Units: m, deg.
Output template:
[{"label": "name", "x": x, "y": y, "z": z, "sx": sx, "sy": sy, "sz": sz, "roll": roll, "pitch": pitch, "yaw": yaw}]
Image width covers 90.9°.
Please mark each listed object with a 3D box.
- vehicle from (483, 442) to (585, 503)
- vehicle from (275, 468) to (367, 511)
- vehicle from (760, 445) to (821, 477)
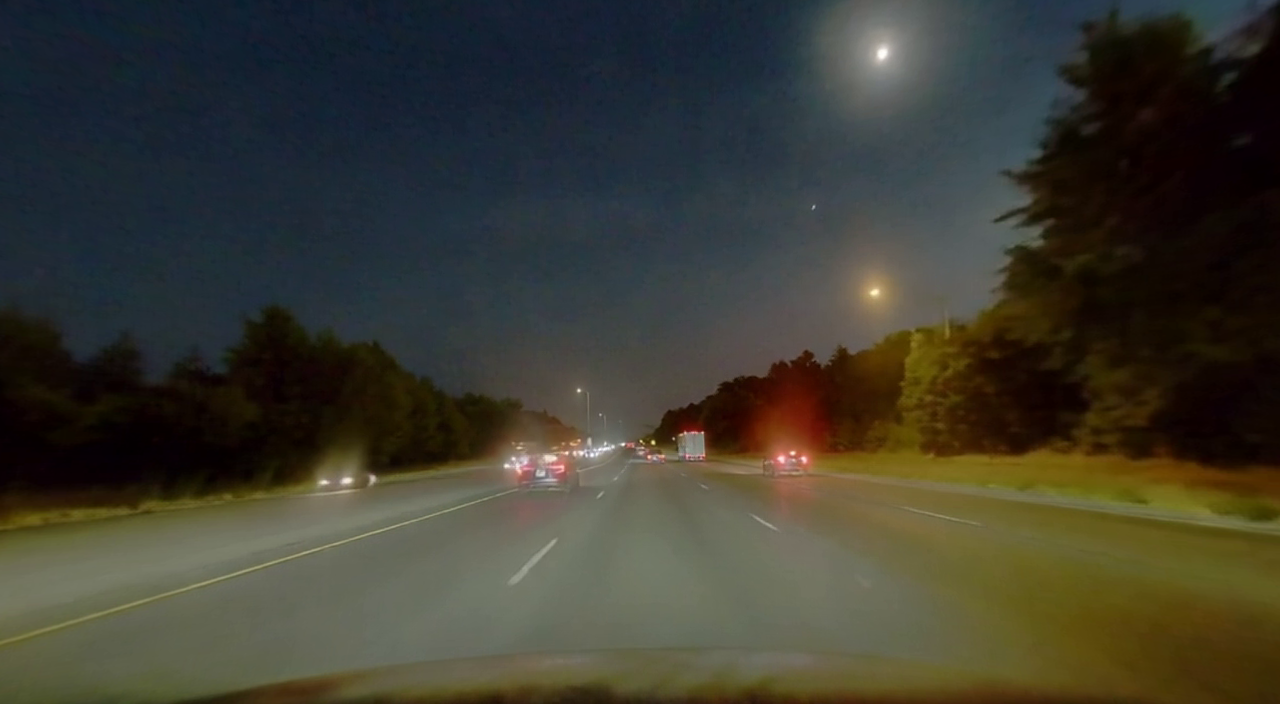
[{"label": "vehicle", "x": -2.935, "y": 3.465, "z": 18.512, "sx": 2.191, "sy": 1.563, "sz": 4.318, "roll": 0, "pitch": -9, "yaw": 1}, {"label": "vehicle", "x": -11.862, "y": 5.106, "z": 23.674, "sx": 1.628, "sy": 1.353, "sz": 3.499, "roll": 0, "pitch": -9, "yaw": 0}, {"label": "vehicle", "x": 7.628, "y": 5.567, "z": 32.426, "sx": 1.943, "sy": 1.493, "sz": 4.507, "roll": 0, "pitch": -9, "yaw": -1}]
